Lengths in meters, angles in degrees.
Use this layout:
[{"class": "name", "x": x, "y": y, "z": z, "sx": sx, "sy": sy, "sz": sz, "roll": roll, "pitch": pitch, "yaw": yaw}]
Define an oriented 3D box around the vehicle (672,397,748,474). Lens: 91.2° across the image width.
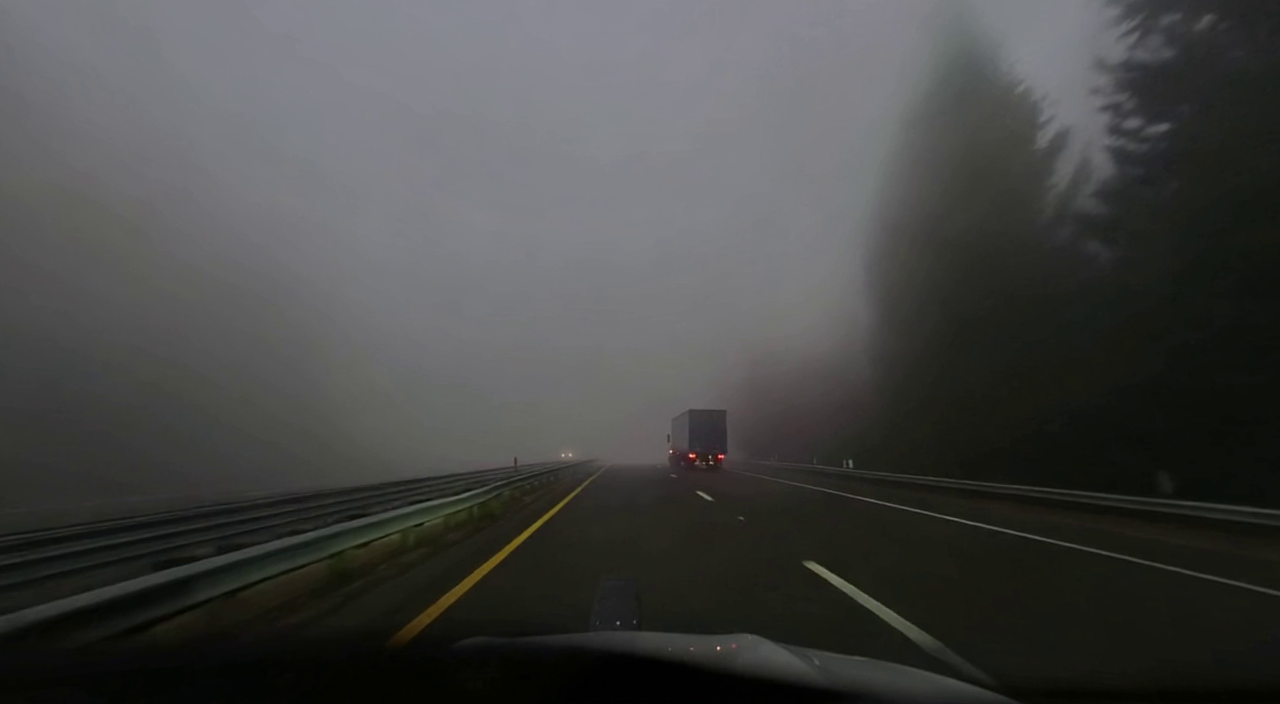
[{"class": "vehicle", "x": 3.927, "y": 5.368, "z": 39.187, "sx": 2.922, "sy": 3.905, "sz": 14.151, "roll": 0, "pitch": -9, "yaw": -1}]
